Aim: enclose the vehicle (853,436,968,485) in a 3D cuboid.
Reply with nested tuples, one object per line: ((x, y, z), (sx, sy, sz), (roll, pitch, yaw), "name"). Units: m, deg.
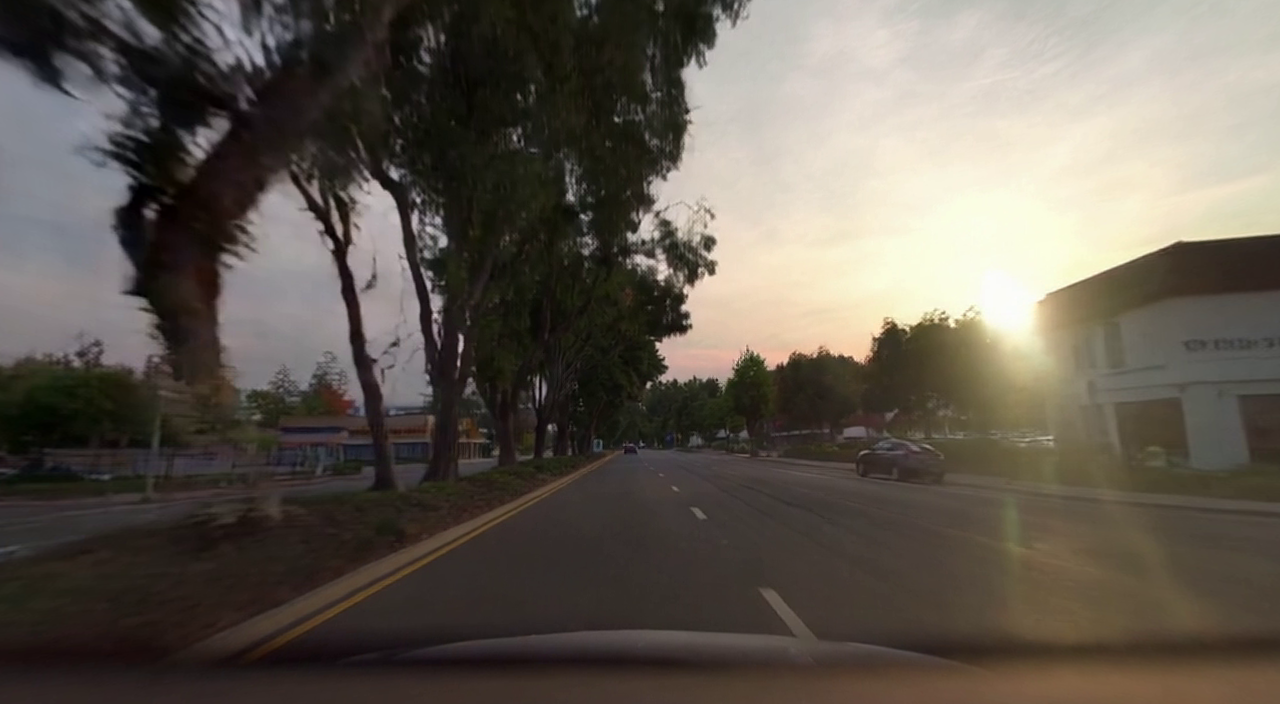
((9.576, 3.864, 22.842), (1.981, 1.557, 4.456), (0, -9, -3), "vehicle")
